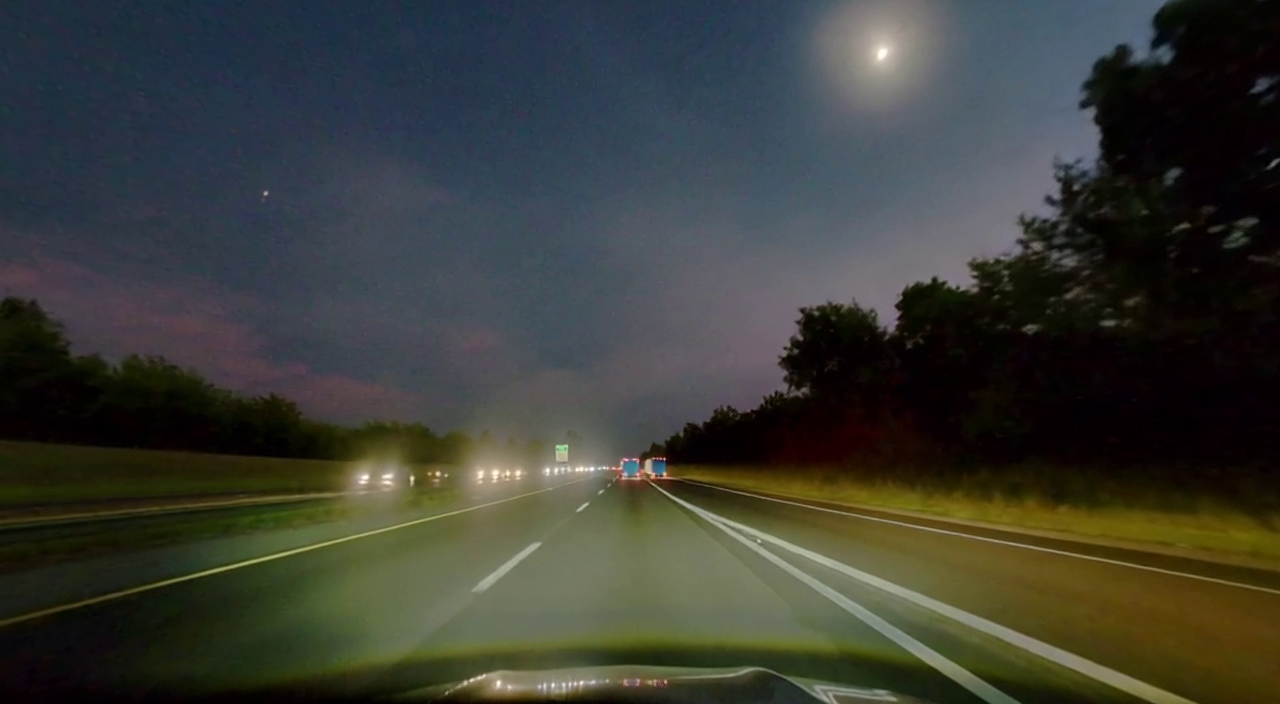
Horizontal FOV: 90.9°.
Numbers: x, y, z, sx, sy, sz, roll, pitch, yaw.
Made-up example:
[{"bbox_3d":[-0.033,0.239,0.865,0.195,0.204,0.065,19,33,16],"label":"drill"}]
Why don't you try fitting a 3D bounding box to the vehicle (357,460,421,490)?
[{"bbox_3d":[-13.679,6.714,34.542,1.859,1.468,3.965,1,-10,0],"label":"vehicle"}]
